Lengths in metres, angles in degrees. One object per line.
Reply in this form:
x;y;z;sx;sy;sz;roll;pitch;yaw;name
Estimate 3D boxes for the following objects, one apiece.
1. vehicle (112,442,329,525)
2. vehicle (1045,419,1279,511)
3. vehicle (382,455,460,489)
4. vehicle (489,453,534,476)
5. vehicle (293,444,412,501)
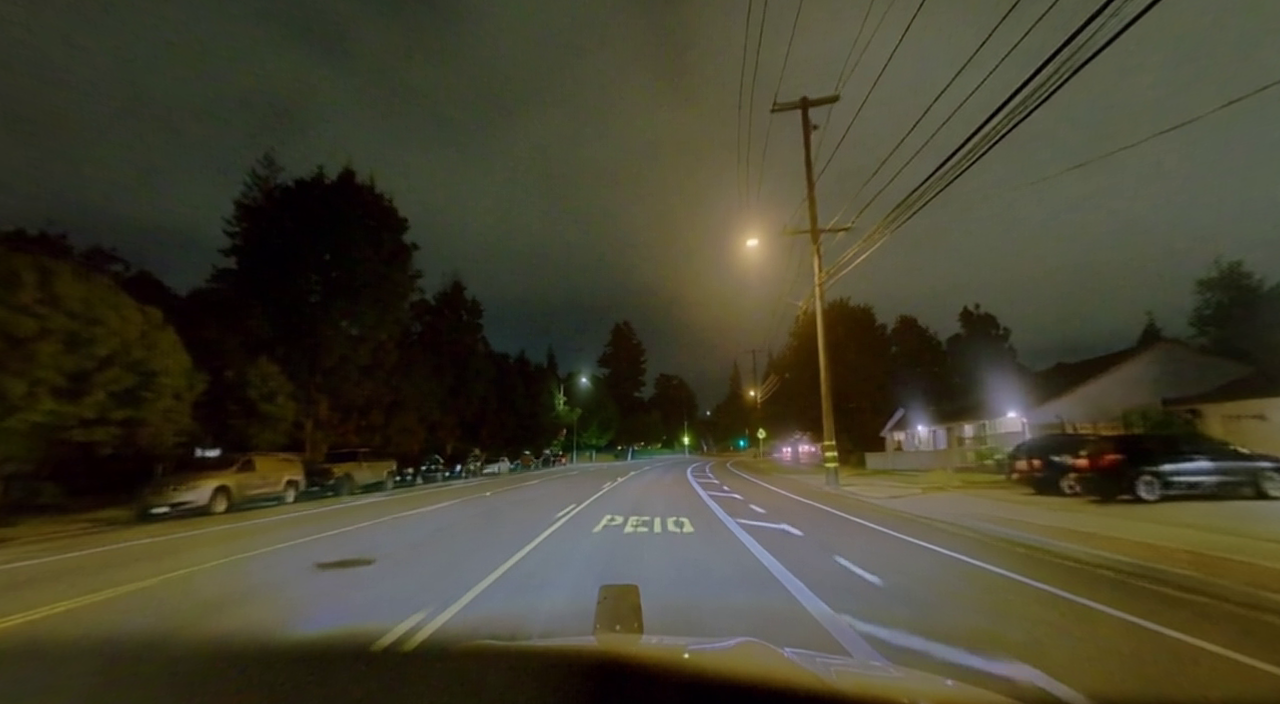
-11.602;3.664;18.171;2.225;1.887;5.672;-3;-9;2;vehicle
11.957;2.436;13.785;4.710;1.846;1.985;0;-9;2;vehicle
-10.865;5.964;31.603;1.908;1.491;4.627;-1;-9;5;vehicle
-9.636;8.476;47.617;1.945;1.514;4.635;-1;-9;6;vehicle
-11.348;4.798;25.410;2.114;1.925;5.449;-3;-9;2;vehicle
